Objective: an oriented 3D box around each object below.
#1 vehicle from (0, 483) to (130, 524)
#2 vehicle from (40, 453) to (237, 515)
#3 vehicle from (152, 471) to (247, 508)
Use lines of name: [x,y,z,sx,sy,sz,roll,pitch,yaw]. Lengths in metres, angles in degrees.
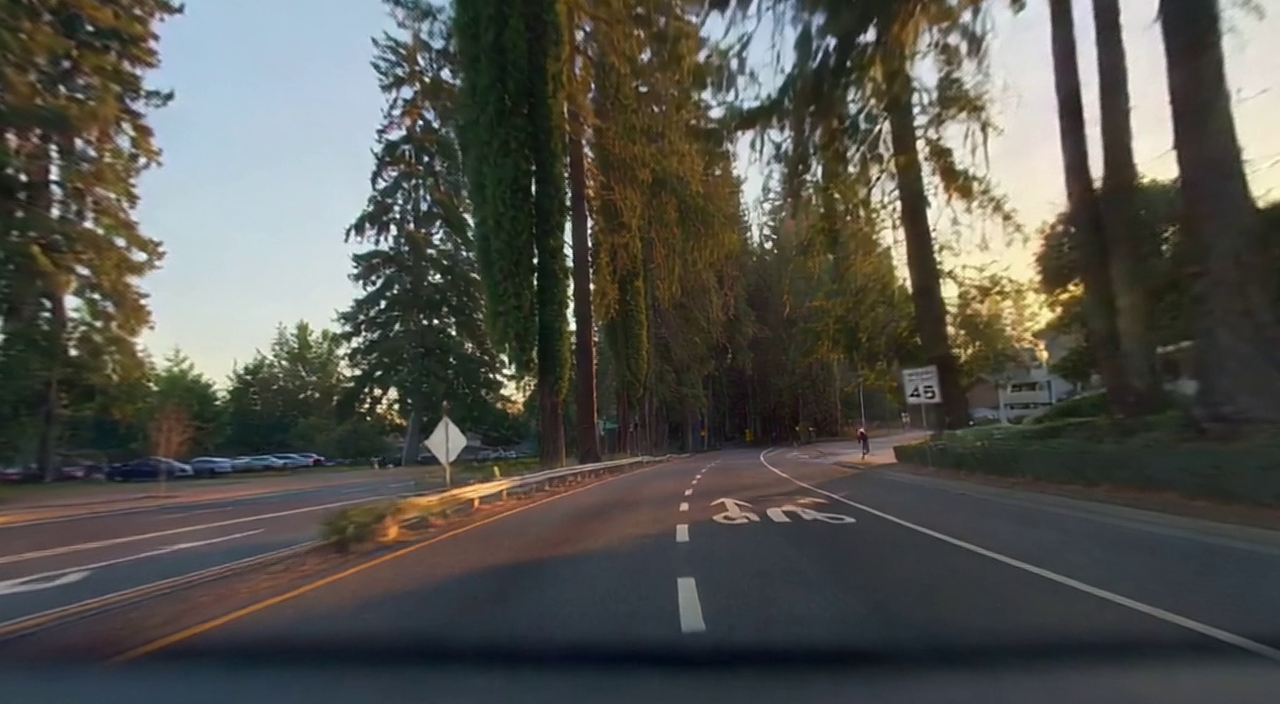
vehicle: [-26.457,6.894,29.103,1.827,1.450,4.302,-2,-8,11]
vehicle: [-33.346,8.708,42.971,2.888,3.468,10.757,-1,-9,13]
vehicle: [-24.984,7.774,36.024,1.911,1.583,4.279,-8,-10,11]
